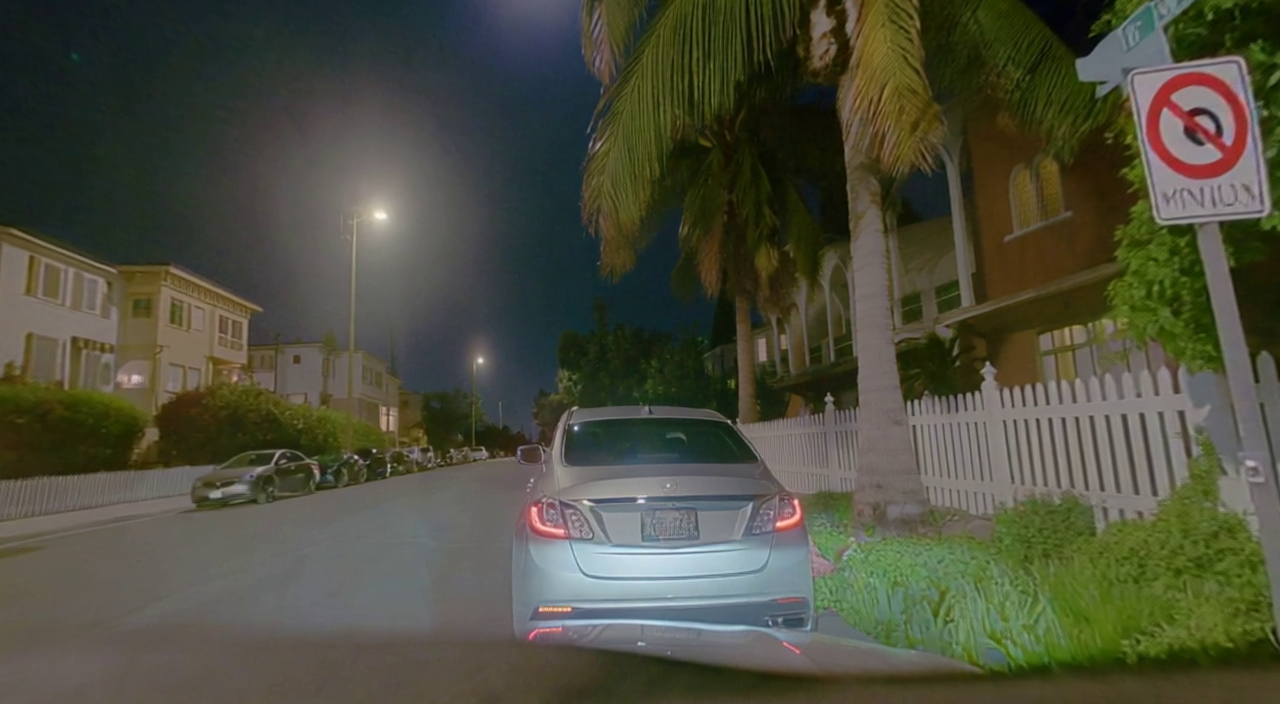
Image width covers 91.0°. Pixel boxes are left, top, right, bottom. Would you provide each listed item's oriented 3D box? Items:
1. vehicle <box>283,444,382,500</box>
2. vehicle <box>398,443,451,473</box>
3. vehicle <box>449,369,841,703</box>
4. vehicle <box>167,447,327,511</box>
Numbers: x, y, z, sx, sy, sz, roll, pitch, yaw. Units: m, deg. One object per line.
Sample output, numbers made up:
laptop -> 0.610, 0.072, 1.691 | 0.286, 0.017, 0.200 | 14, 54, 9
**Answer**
vehicle -> -12.152, 4.713, 25.246 | 2.048, 1.485, 4.757 | -4, -4, -7
vehicle -> -13.161, 6.465, 38.709 | 2.060, 1.689, 4.999 | 1, -8, -7
vehicle -> -0.136, 1.213, 4.998 | 1.894, 1.695, 3.795 | 1, -8, -6
vehicle -> -11.391, 3.653, 18.790 | 2.017, 1.627, 5.039 | 1, -8, -7
